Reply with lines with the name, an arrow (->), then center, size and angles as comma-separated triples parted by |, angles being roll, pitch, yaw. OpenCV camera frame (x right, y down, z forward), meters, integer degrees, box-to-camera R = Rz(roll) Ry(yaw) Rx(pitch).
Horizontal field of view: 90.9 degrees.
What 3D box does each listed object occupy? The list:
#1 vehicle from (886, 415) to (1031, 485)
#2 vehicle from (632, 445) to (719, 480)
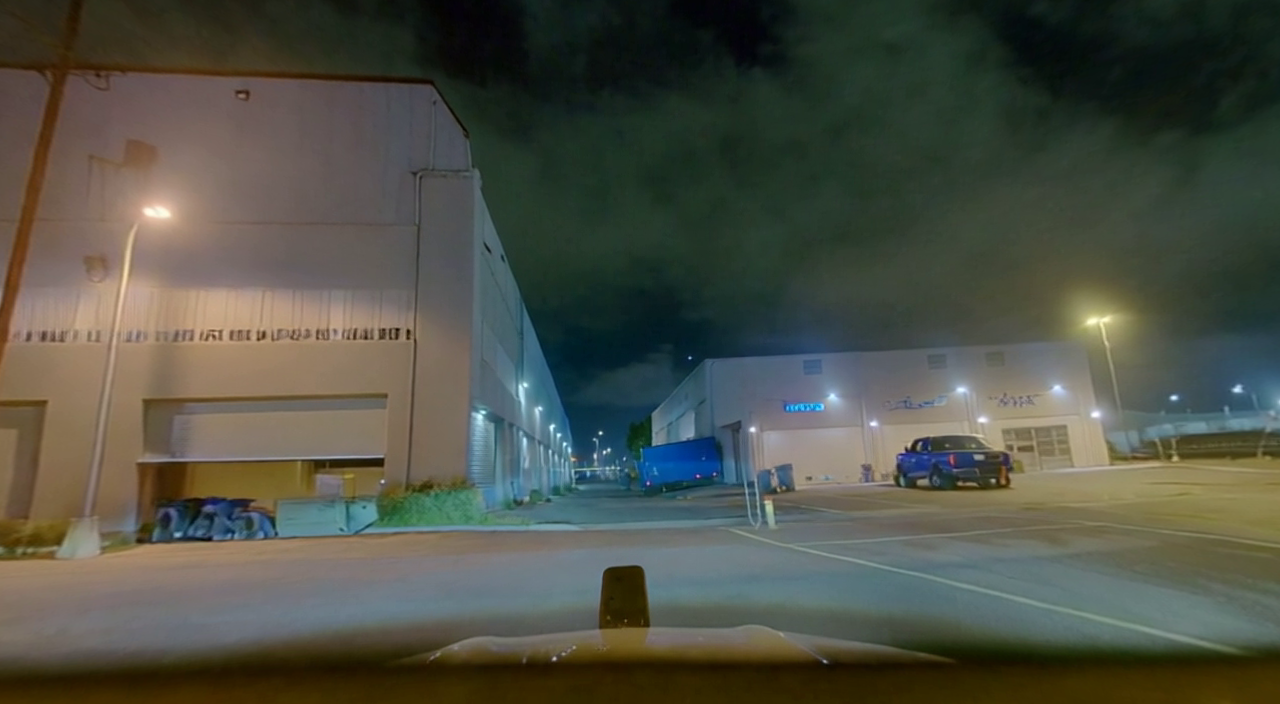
vehicle -> 15.547, 4.993, 31.365 | 2.298, 3.004, 6.271 | 2, -12, -19
vehicle -> 2.229, 7.006, 40.142 | 5.207, 2.103, 1.997 | 1, -9, -8
